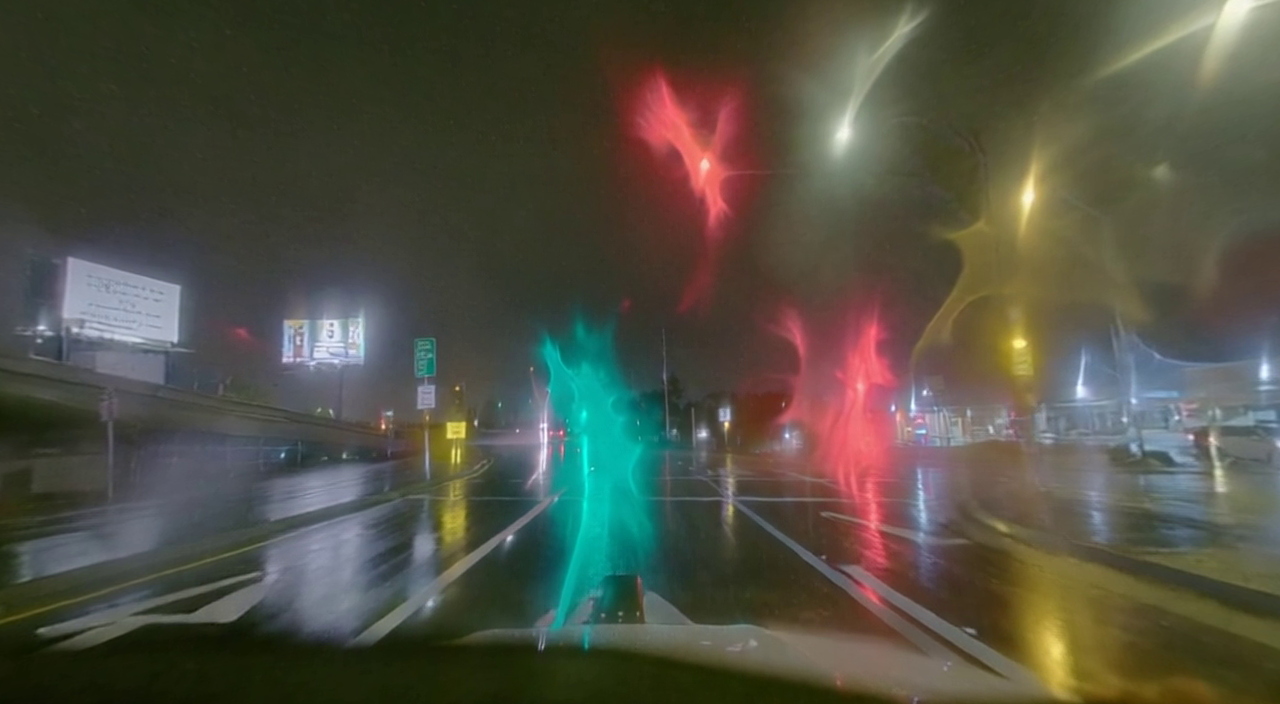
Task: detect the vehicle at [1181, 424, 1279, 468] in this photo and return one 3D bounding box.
[{"bbox_3d":[22.611,3.424,22.934,1.717,1.486,3.824,4,-10,-32],"label":"vehicle"}]
